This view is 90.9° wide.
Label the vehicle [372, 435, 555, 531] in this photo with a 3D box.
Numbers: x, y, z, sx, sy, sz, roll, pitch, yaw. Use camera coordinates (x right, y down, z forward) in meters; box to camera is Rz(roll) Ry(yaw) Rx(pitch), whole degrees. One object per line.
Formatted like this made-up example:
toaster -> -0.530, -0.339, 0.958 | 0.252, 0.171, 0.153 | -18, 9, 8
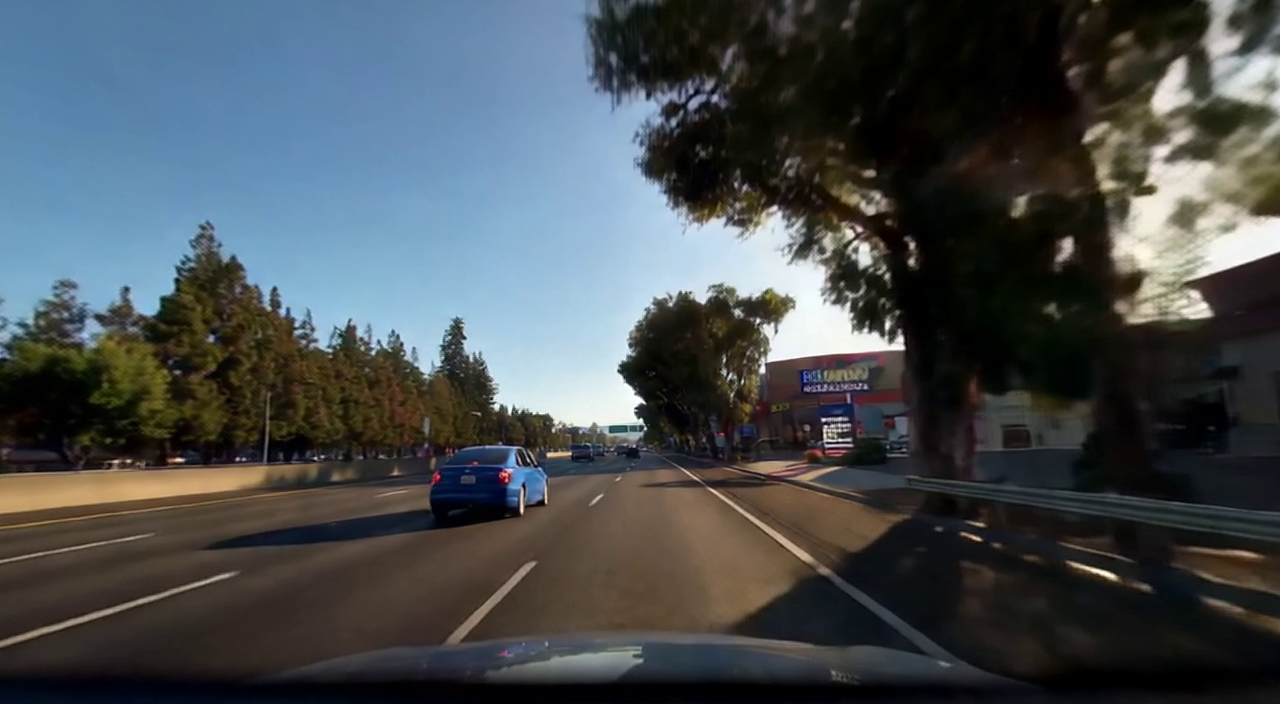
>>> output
vehicle -> -3.068, 2.389, 12.123 | 2.152, 1.479, 4.394 | 0, -9, 2
